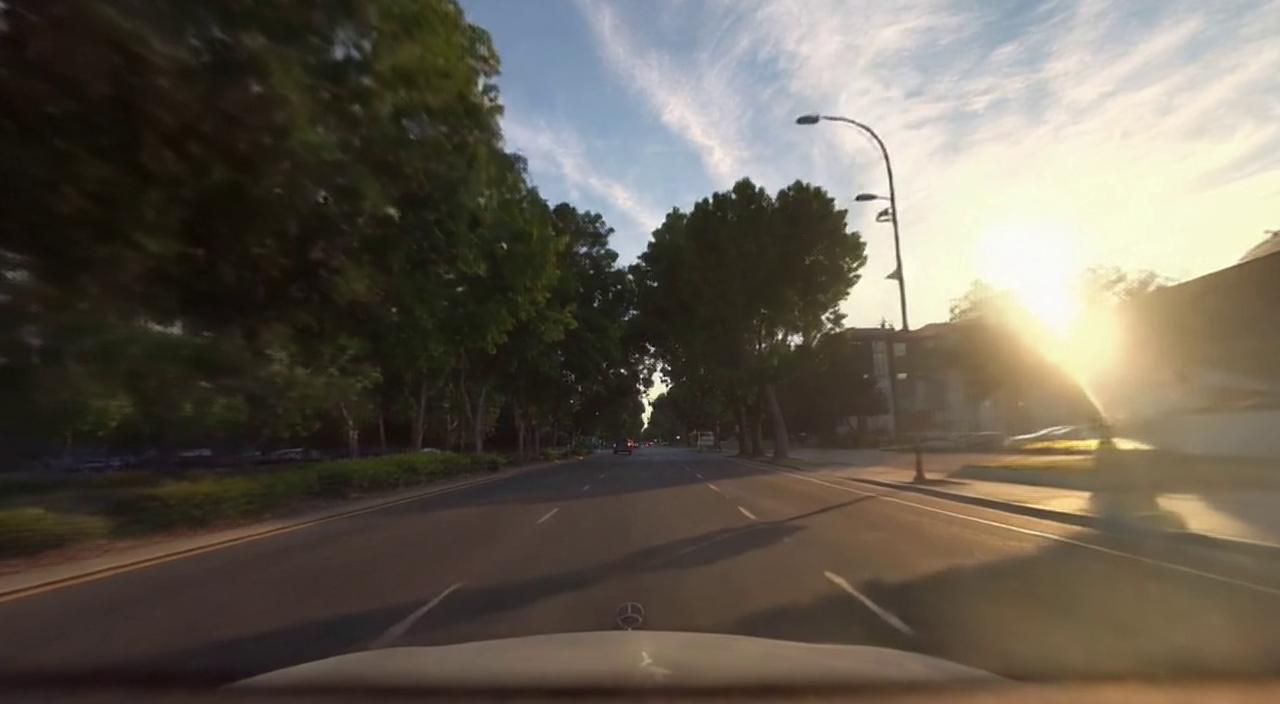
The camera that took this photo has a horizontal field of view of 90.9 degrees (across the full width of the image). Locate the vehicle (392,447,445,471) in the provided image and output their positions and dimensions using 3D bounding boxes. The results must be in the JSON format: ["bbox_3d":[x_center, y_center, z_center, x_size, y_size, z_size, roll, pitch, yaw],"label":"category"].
[{"bbox_3d":[-16.190,7.831,46.367,2.168,1.634,4.610,0,-8,1],"label":"vehicle"}]
